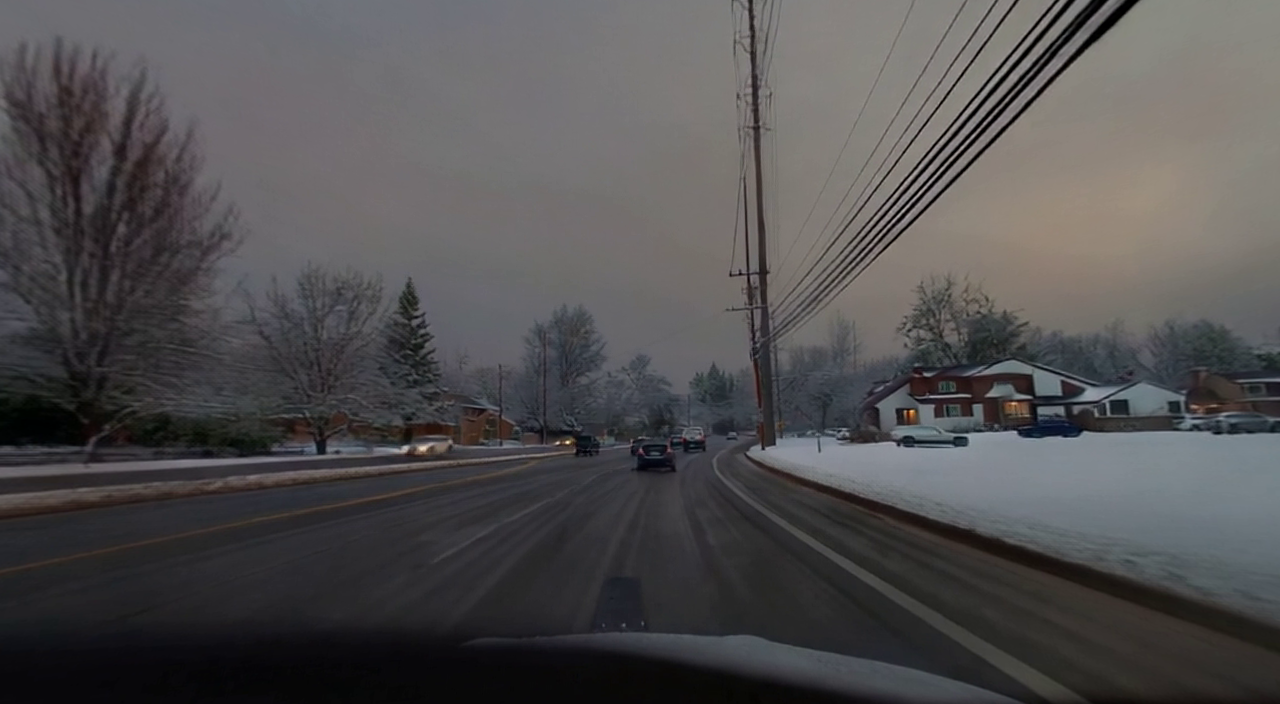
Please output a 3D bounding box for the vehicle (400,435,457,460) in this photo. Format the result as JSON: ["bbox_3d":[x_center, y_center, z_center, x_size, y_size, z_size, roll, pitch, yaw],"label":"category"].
[{"bbox_3d":[-15.720,7.163,47.104,2.081,1.739,4.704,-1,-9,7],"label":"vehicle"}]

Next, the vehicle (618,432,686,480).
[{"bbox_3d":[0.513,3.555,21.741,2.117,1.474,4.036,-1,-8,4],"label":"vehicle"}]

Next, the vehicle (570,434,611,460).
[{"bbox_3d":[-2.996,5.885,39.026,1.983,1.485,4.159,-1,-8,3],"label":"vehicle"}]
